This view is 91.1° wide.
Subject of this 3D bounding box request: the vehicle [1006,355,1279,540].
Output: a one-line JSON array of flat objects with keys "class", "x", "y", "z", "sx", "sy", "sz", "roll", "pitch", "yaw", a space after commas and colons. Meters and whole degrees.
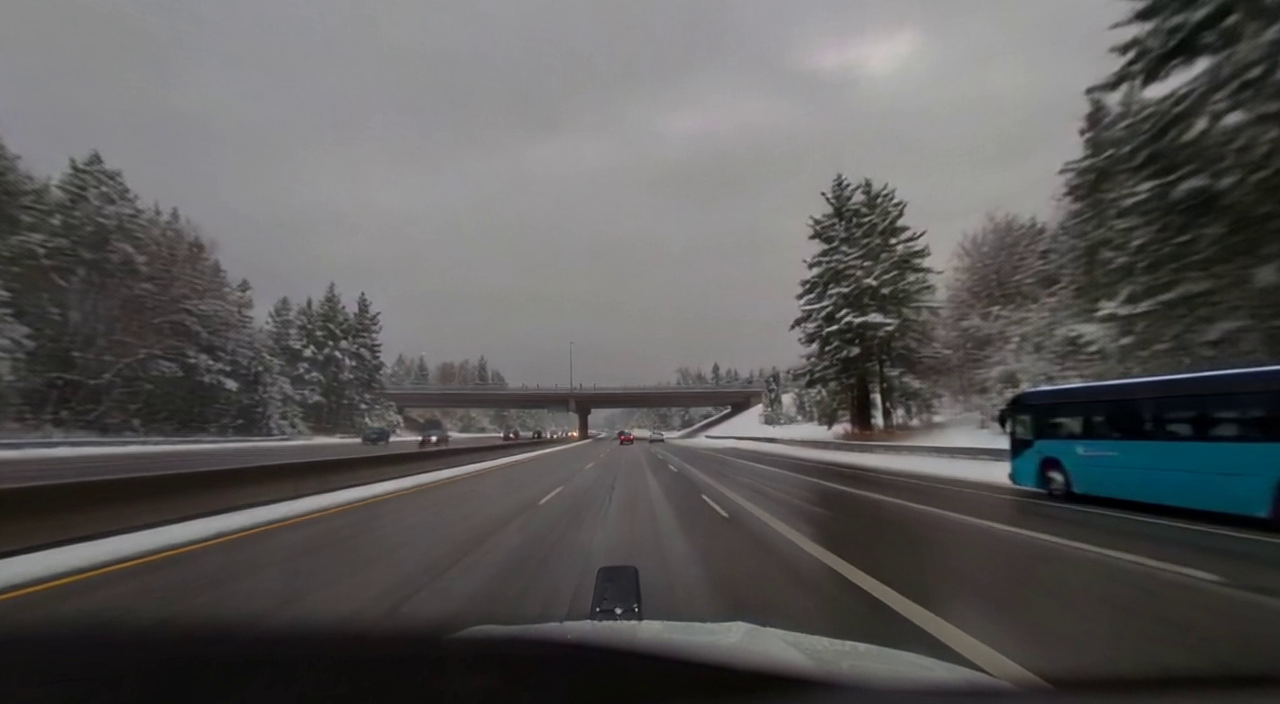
[{"class": "vehicle", "x": 12.982, "y": 2.026, "z": 13.656, "sx": 3.009, "sy": 3.265, "sz": 12.098, "roll": 0, "pitch": -8, "yaw": 1}]
